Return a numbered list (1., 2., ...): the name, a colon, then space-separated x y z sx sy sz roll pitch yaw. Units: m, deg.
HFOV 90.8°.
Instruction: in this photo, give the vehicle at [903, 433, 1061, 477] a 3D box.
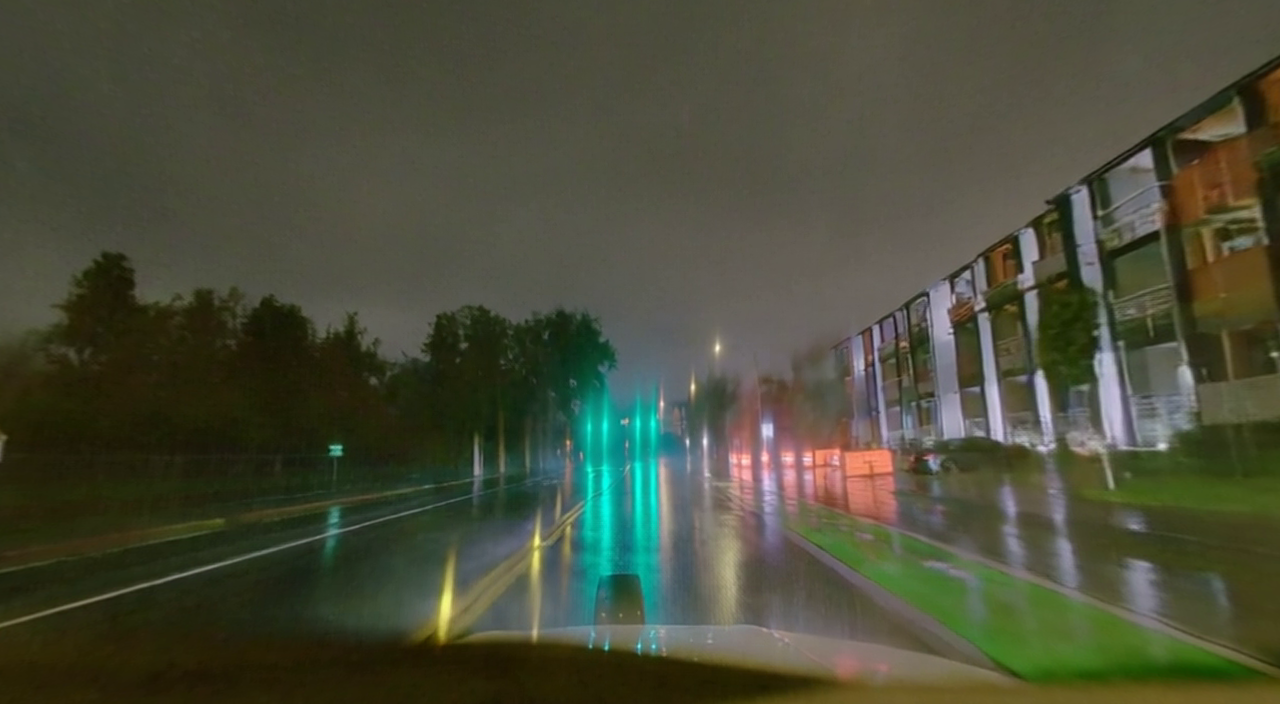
1. vehicle: 11.601 3.536 21.680 4.251 1.418 1.896 -1 -8 3
